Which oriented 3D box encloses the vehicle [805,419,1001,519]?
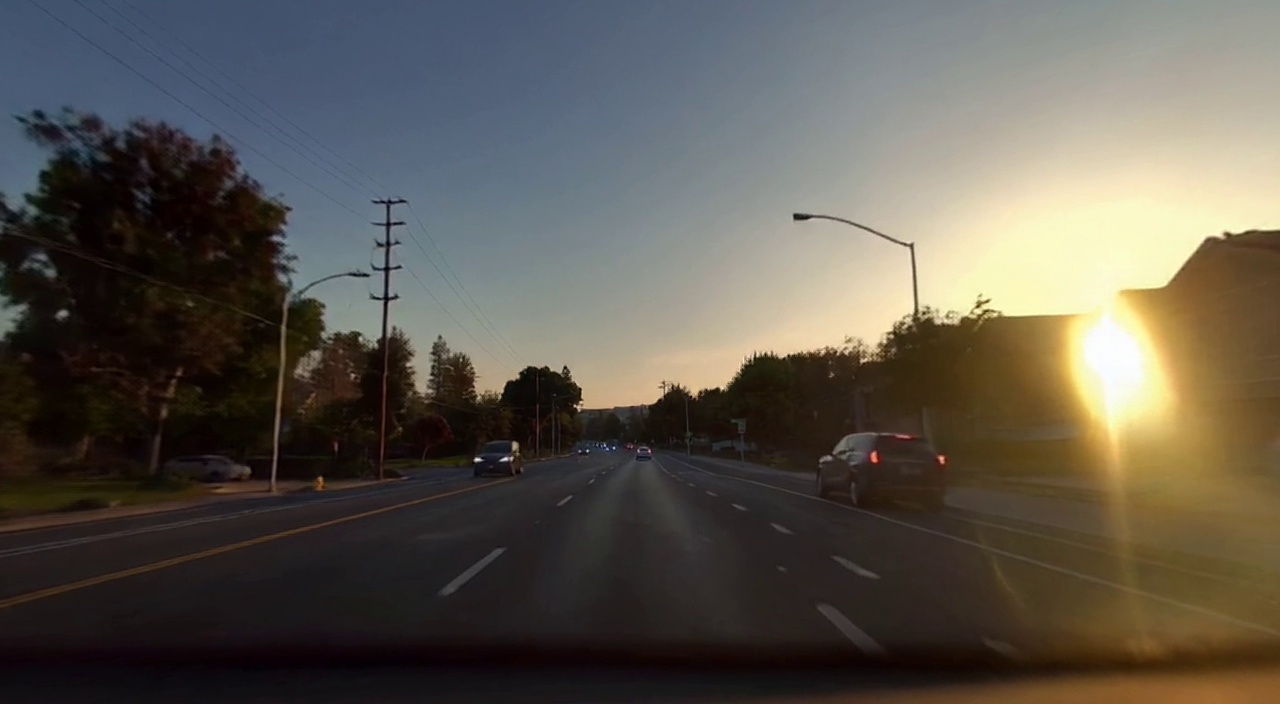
[{"bbox_3d":[5.441,2.493,13.920,2.114,1.799,4.960,0,-9,-1],"label":"vehicle"}]

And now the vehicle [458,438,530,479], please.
[{"bbox_3d":[-7.354,5.453,32.371,2.325,1.877,5.690,-1,-9,1],"label":"vehicle"}]
